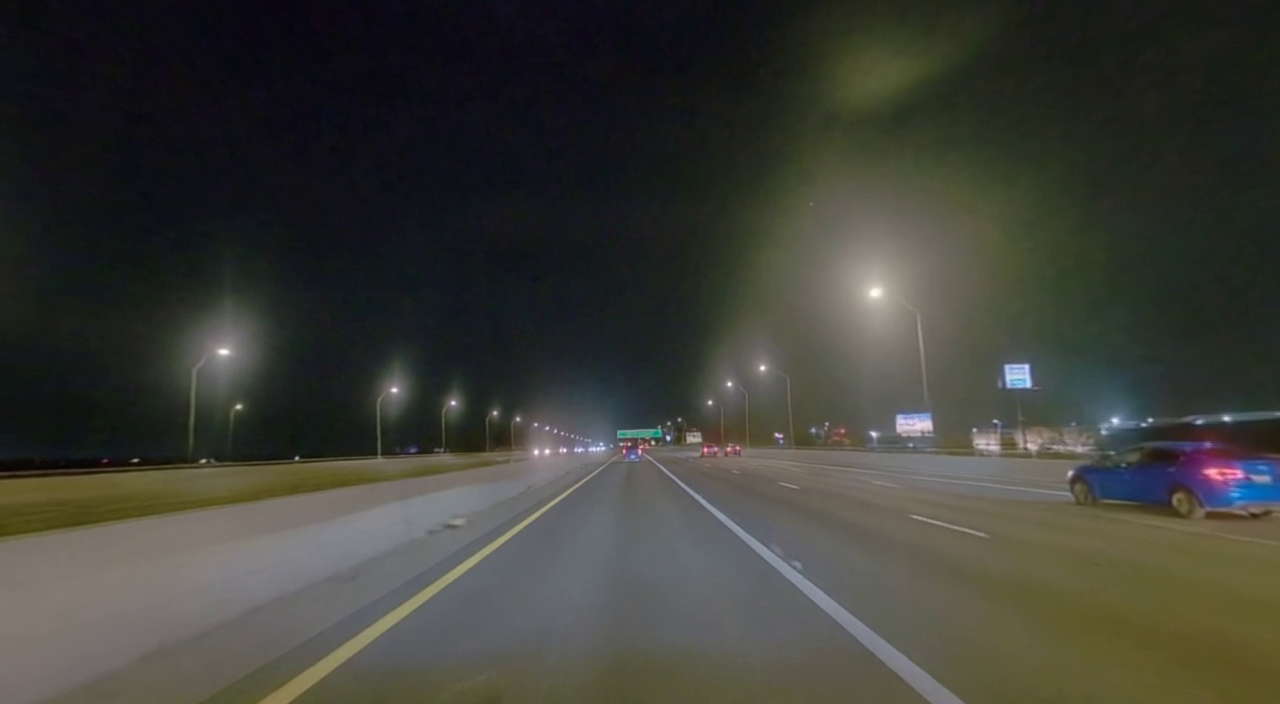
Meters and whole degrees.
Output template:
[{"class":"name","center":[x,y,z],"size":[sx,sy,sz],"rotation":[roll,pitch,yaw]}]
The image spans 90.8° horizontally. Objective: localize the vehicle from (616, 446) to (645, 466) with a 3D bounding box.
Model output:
[{"class":"vehicle","center":[-0.651,7.428,45.275],"size":[2.004,1.259,3.781],"rotation":[0,-8,0]}]

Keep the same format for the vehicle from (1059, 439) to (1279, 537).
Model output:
[{"class":"vehicle","center":[10.740,2.435,12.186],"size":[2.024,1.481,4.747],"rotation":[0,-8,-1]}]
